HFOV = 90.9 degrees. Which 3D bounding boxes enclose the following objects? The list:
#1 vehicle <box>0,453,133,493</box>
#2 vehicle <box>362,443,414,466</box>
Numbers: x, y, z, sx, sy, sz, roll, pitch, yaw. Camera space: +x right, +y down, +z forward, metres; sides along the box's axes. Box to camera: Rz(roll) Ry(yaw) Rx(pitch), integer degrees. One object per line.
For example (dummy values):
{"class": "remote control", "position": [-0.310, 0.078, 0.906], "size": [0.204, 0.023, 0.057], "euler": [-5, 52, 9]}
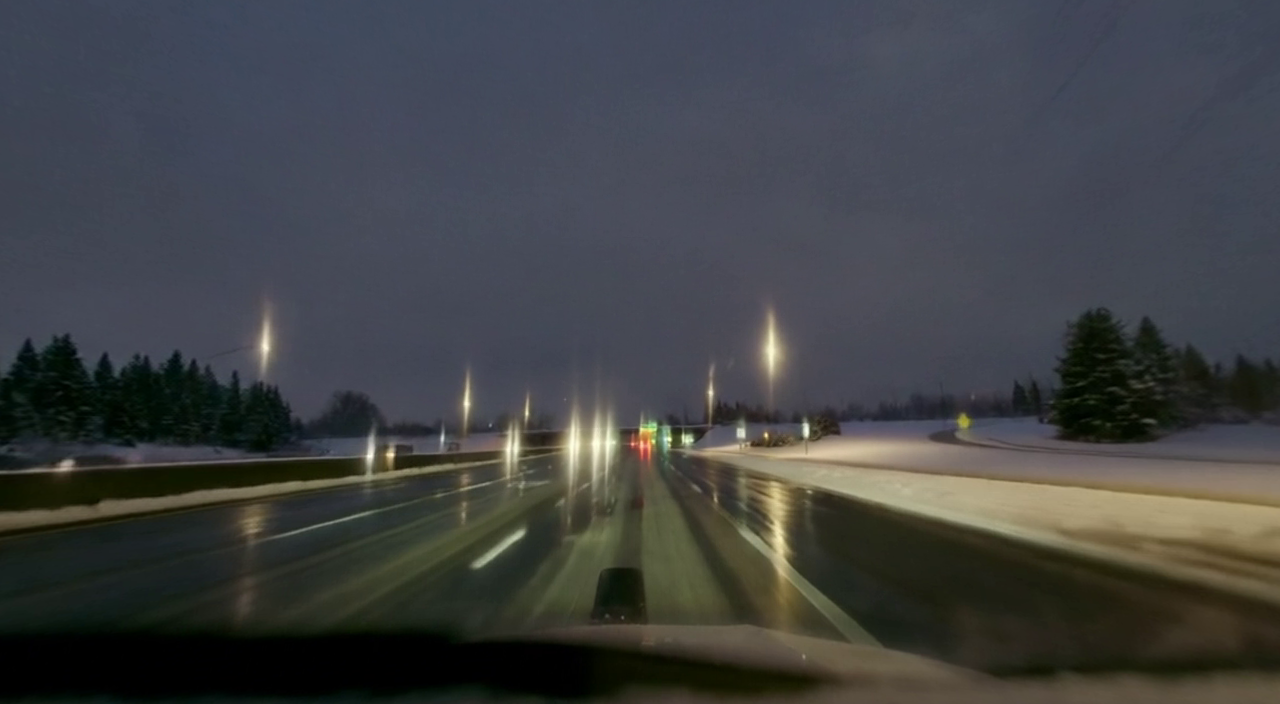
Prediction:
{"class": "vehicle", "position": [-24.657, 5.151, 27.173], "size": [1.914, 1.497, 4.499], "euler": [0, -8, -1]}
{"class": "vehicle", "position": [-19.450, 7.892, 48.918], "size": [1.942, 1.655, 4.812], "euler": [0, -8, 1]}
